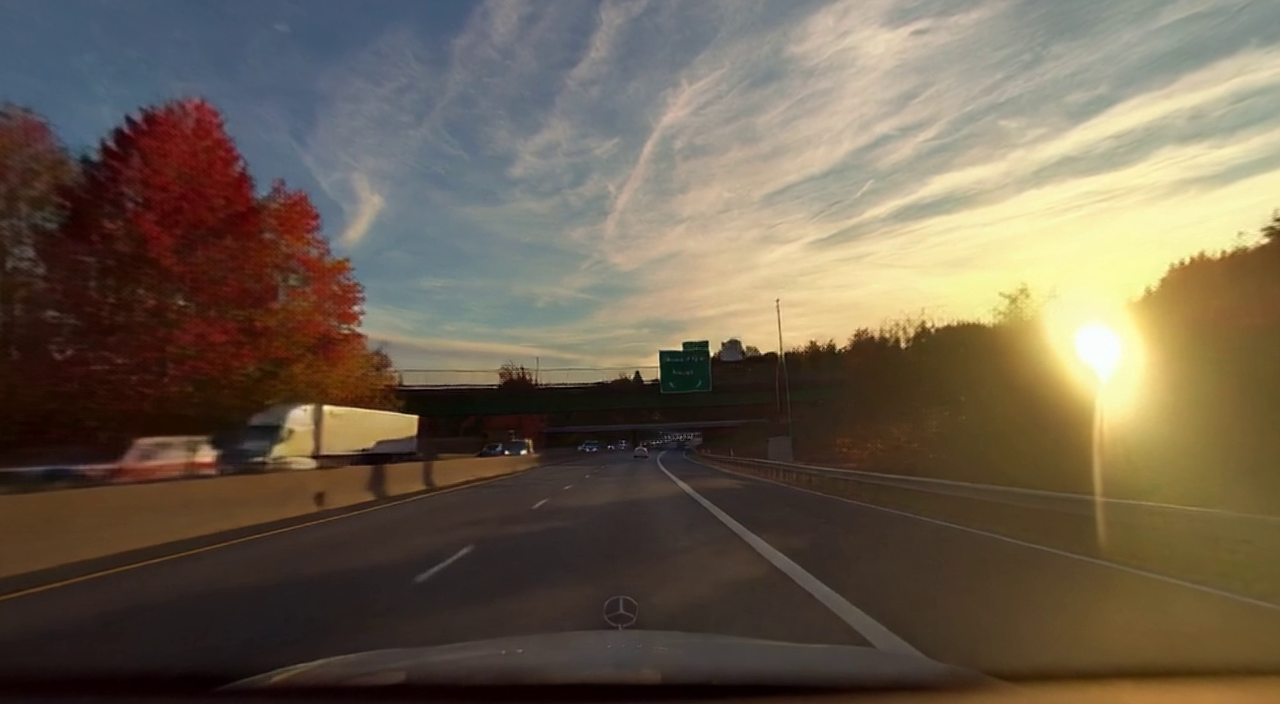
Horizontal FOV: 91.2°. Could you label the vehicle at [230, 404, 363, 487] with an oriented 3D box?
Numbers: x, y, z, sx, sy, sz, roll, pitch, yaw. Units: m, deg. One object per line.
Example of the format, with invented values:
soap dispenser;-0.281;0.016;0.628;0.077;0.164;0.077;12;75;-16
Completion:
vehicle;-17.408;4.837;32.423;3.114;3.820;6.284;0;-9;0
